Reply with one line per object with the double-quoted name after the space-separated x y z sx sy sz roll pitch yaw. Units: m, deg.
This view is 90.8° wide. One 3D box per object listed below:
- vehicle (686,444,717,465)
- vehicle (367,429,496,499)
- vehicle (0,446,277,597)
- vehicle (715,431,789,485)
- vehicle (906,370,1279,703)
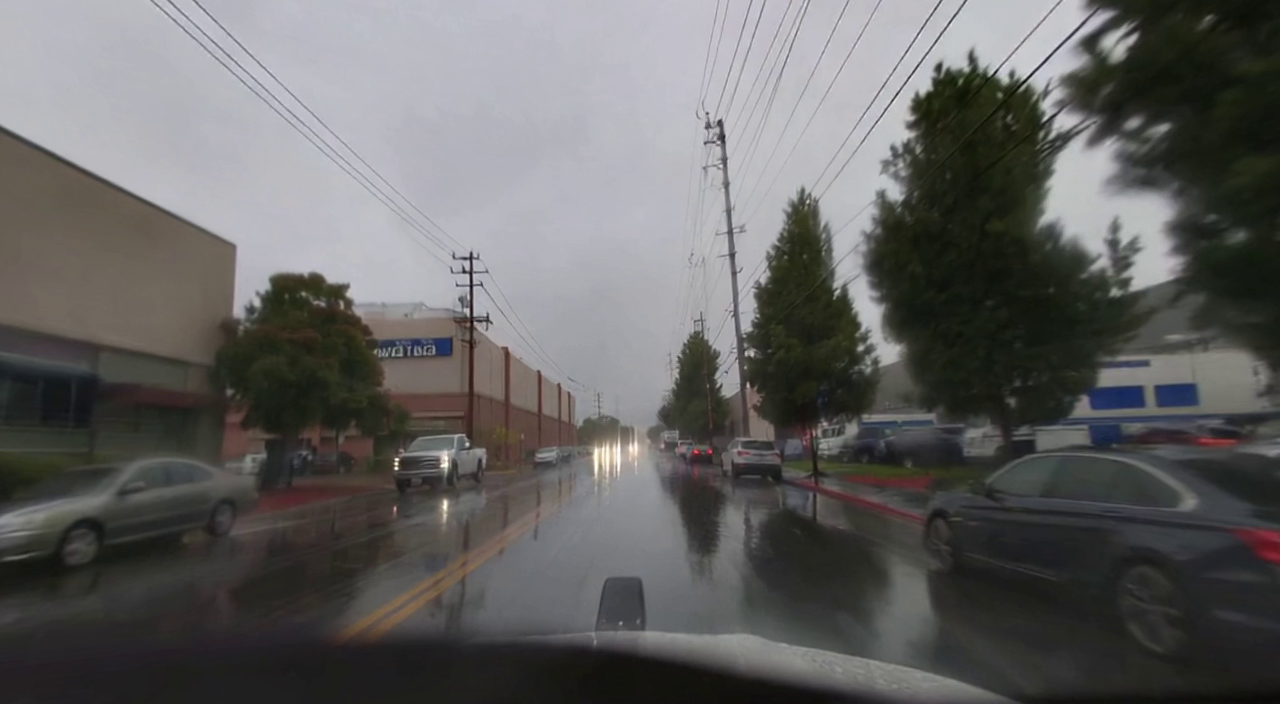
4.552 7.687 47.454 1.919 1.453 4.425 0 -8 0 "vehicle"
-7.578 4.104 24.004 2.692 2.152 6.686 -2 -8 0 "vehicle"
-7.493 2.167 8.996 1.905 1.488 4.674 -3 -8 0 "vehicle"
4.298 4.140 25.035 2.087 1.892 4.579 0 -8 0 "vehicle"
4.119 1.272 5.396 1.944 1.801 3.874 0 -8 -1 "vehicle"
